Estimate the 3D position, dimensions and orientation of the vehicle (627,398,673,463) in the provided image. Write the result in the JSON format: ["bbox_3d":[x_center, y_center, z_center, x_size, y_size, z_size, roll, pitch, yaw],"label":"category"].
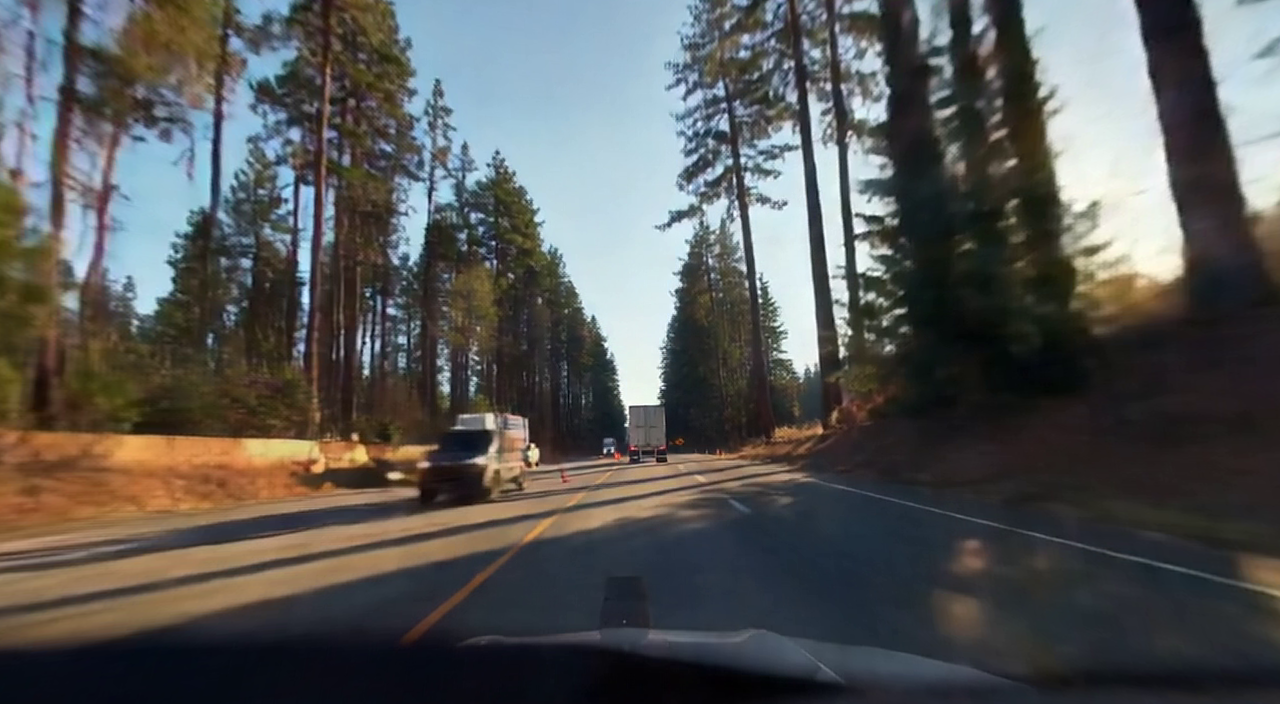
[{"bbox_3d":[0.523,5.799,45.750,2.935,4.068,11.036,0,-8,-1],"label":"vehicle"}]

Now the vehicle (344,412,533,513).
[{"bbox_3d":[-4.744,2.763,16.344,2.771,2.097,6.248,0,-8,0],"label":"vehicle"}]
